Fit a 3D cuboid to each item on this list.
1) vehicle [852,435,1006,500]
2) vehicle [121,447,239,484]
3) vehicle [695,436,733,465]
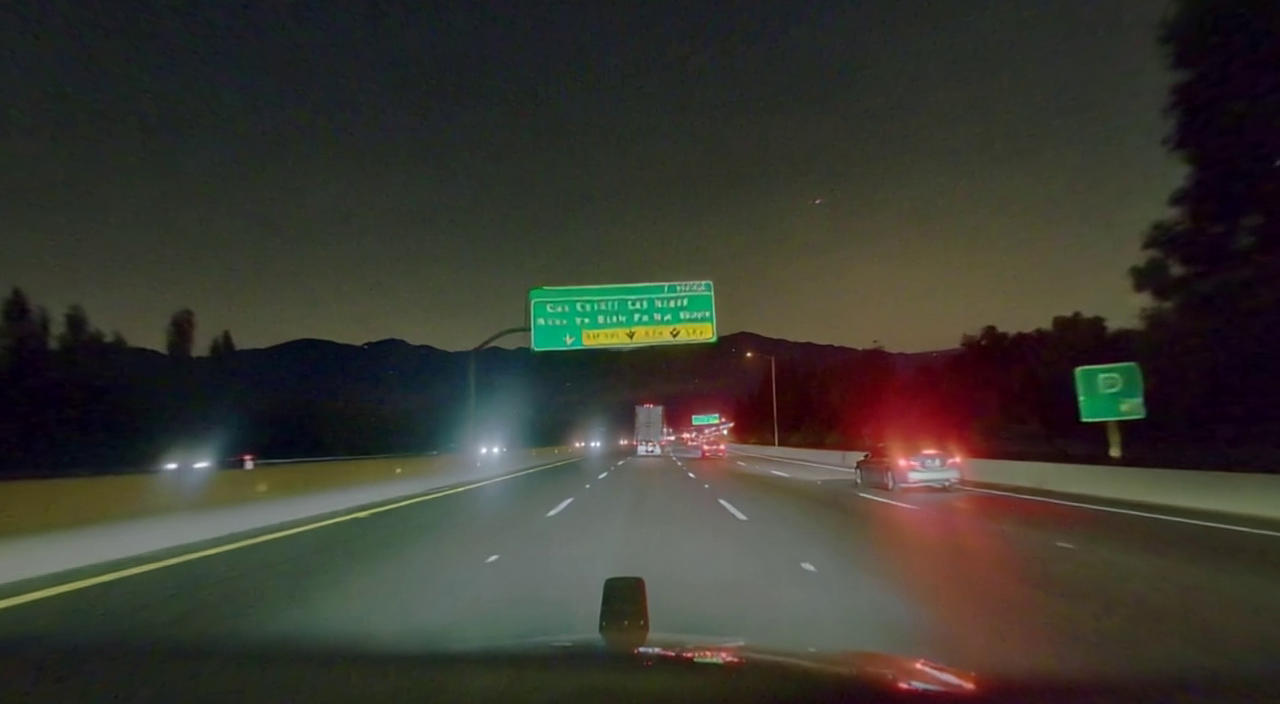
[{"bbox_3d":[7.143,2.883,16.159,1.982,1.440,4.171,0,-8,1],"label":"vehicle"},{"bbox_3d":[-22.896,5.634,31.683,2.032,1.684,5.065,0,-8,1],"label":"vehicle"},{"bbox_3d":[4.466,5.976,38.423,1.880,1.624,3.941,0,-8,0],"label":"vehicle"}]
